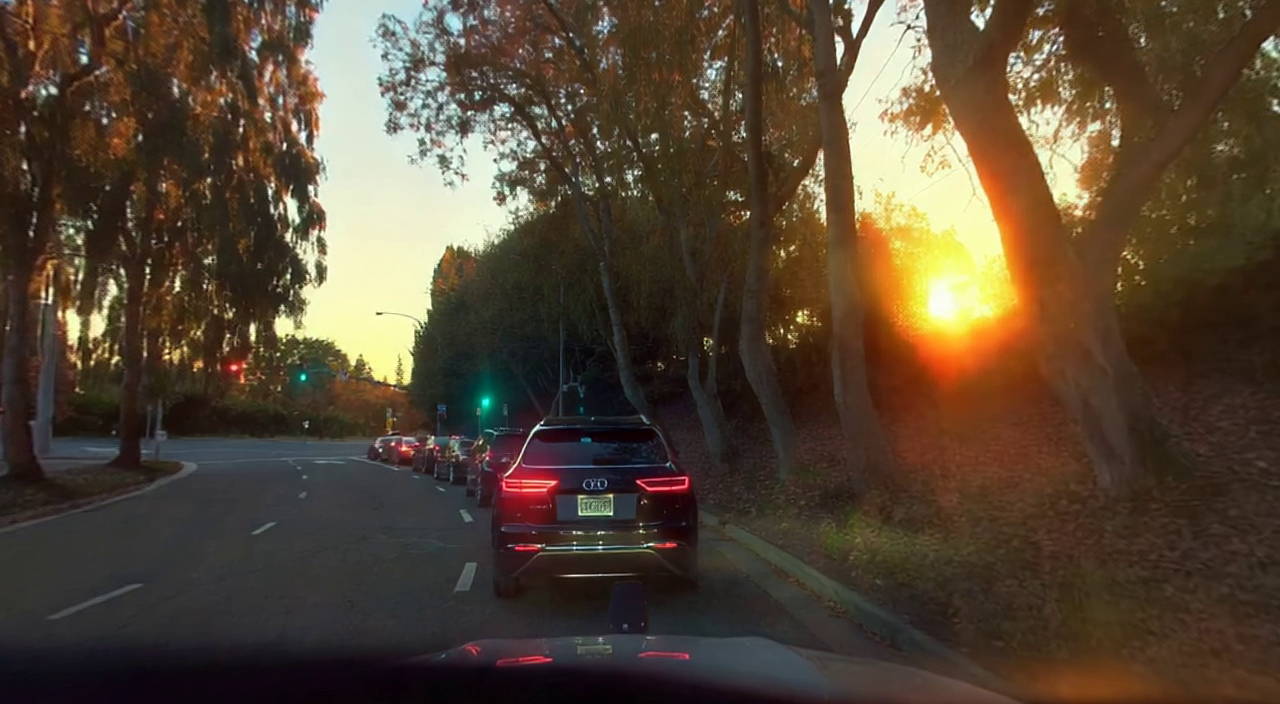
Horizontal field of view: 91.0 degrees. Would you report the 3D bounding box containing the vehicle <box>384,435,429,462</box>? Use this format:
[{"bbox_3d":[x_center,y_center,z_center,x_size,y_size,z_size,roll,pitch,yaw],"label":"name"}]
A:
[{"bbox_3d":[-13.752,5.632,36.900,1.863,1.488,4.426,4,-9,-27],"label":"vehicle"}]

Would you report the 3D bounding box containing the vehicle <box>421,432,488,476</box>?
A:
[{"bbox_3d":[-7.285,3.932,24.491,1.902,1.536,3.662,4,-9,-25],"label":"vehicle"}]

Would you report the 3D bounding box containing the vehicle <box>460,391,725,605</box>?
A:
[{"bbox_3d":[-0.680,1.457,7.199,2.134,1.671,4.147,1,-8,-9],"label":"vehicle"}]
